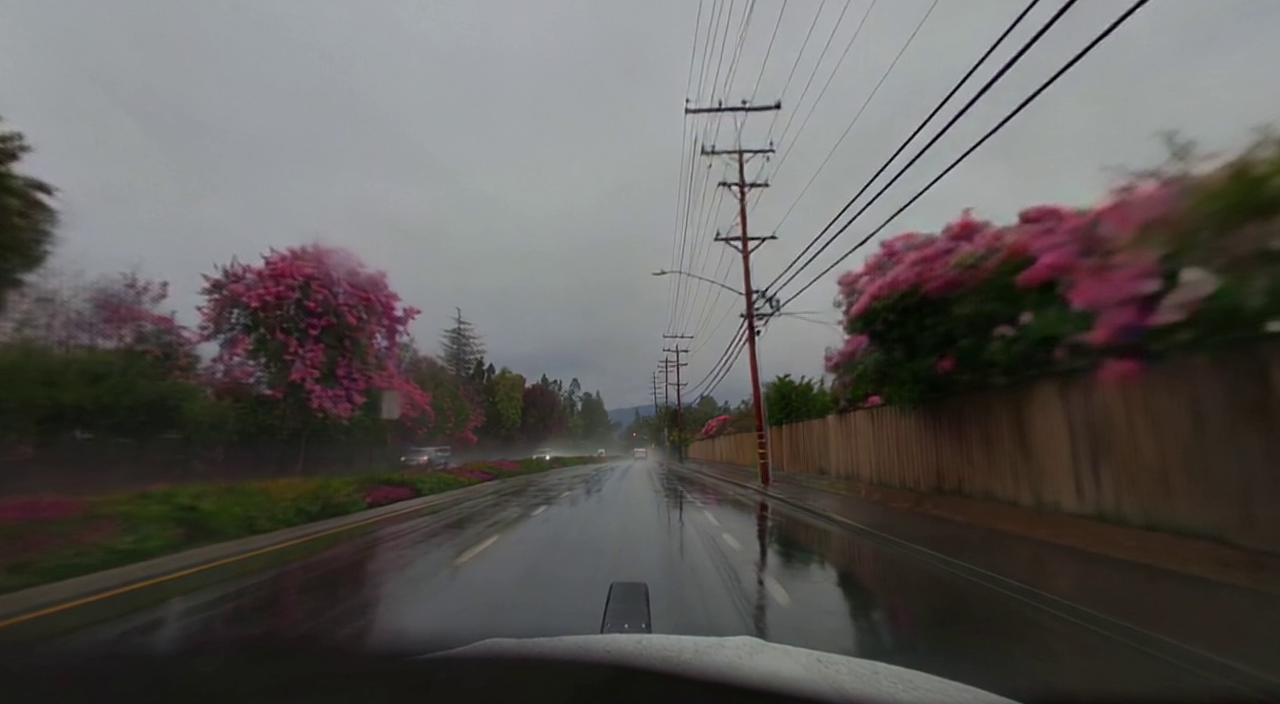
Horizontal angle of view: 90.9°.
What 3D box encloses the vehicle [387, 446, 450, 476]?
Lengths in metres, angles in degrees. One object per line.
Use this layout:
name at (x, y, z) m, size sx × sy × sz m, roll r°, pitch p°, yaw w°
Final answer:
vehicle at (-15.560, 7.669, 44.612) m, size 2.269 × 1.943 × 5.876 m, roll 0°, pitch -8°, yaw 0°
